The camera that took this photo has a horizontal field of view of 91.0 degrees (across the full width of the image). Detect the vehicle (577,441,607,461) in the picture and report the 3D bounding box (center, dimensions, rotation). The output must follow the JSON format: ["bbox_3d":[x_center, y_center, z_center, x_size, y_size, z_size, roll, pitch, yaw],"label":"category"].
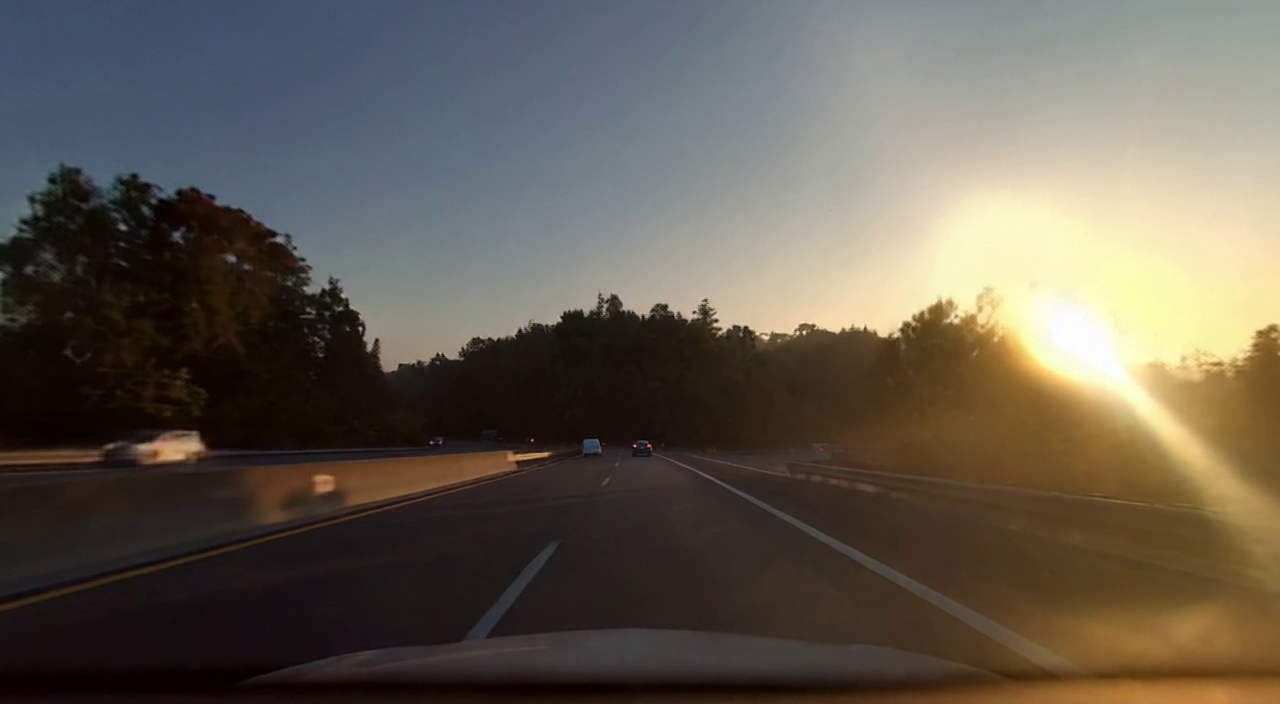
[{"bbox_3d":[-3.641,7.602,48.448,2.057,1.514,3.845,0,-8,0],"label":"vehicle"}]
